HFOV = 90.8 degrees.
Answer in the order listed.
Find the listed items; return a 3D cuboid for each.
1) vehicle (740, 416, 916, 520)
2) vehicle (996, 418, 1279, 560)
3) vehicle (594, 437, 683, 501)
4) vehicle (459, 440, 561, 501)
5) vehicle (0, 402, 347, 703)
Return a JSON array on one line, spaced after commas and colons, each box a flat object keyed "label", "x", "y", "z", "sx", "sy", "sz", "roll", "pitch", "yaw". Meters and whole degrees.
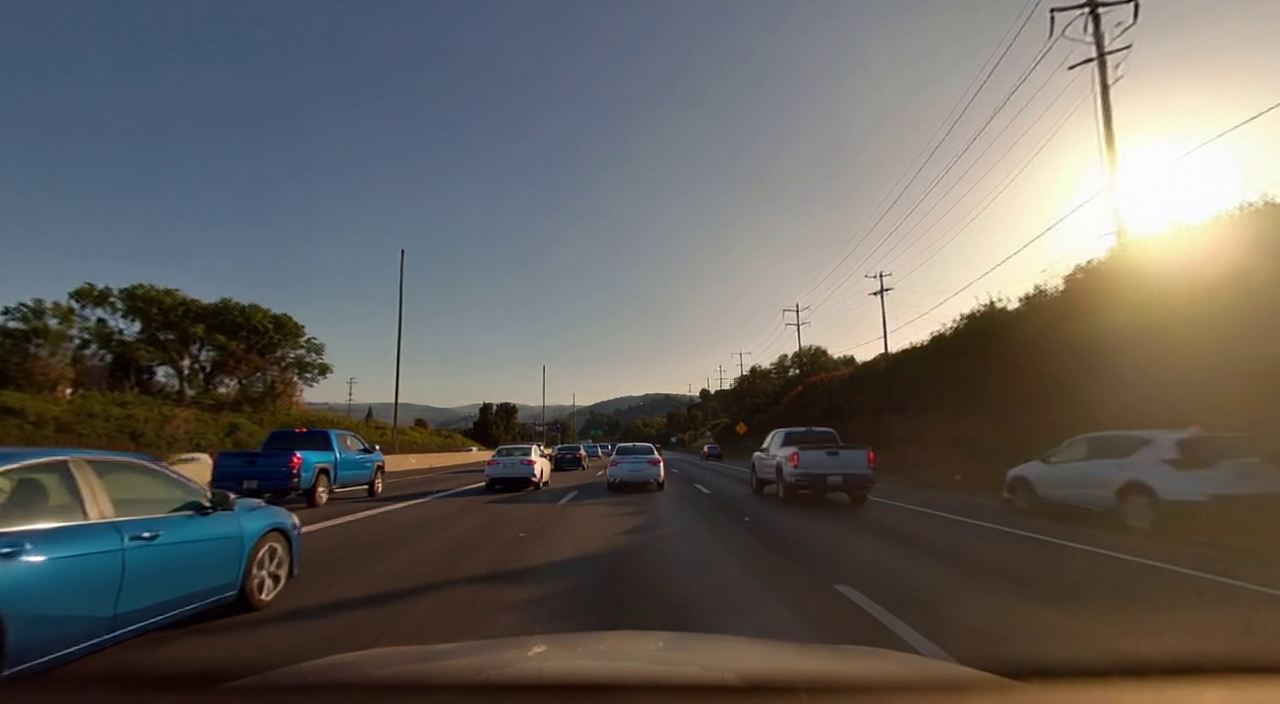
[{"label": "vehicle", "x": 3.740, "y": 2.435, "z": 13.847, "sx": 2.113, "sy": 1.800, "sz": 5.376, "roll": 0, "pitch": -8, "yaw": -1}, {"label": "vehicle", "x": 7.929, "y": 1.925, "z": 9.745, "sx": 1.969, "sy": 1.608, "sz": 4.865, "roll": 0, "pitch": -8, "yaw": -1}, {"label": "vehicle", "x": -0.075, "y": 3.096, "z": 17.215, "sx": 2.102, "sy": 1.499, "sz": 4.439, "roll": 0, "pitch": -8, "yaw": -1}, {"label": "vehicle", "x": -3.407, "y": 3.176, "z": 17.409, "sx": 1.899, "sy": 1.437, "sz": 4.131, "roll": 0, "pitch": -8, "yaw": 1}, {"label": "vehicle", "x": -3.773, "y": 1.095, "z": 3.600, "sx": 1.955, "sy": 1.481, "sz": 4.604, "roll": 0, "pitch": -8, "yaw": 1}]
